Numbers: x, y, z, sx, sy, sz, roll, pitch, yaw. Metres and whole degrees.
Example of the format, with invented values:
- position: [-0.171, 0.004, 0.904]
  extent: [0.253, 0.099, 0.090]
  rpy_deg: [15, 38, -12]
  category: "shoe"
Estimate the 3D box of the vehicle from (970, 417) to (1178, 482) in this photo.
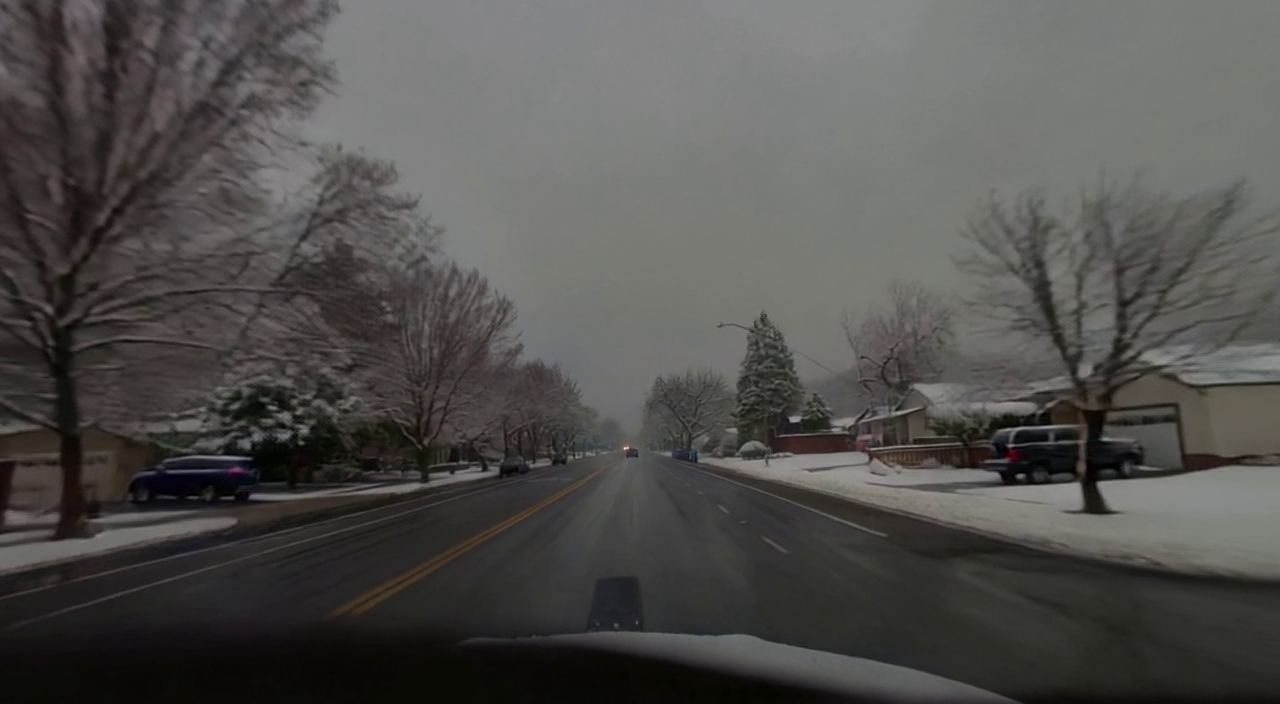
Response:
- position: [11.958, 2.715, 17.643]
  extent: [4.392, 1.685, 1.959]
  rpy_deg: [1, -9, -4]
  category: "vehicle"

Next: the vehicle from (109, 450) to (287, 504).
- position: [-15.689, 4.430, 22.620]
  extent: [4.859, 1.780, 2.031]
  rpy_deg: [0, -9, 3]
  category: "vehicle"
